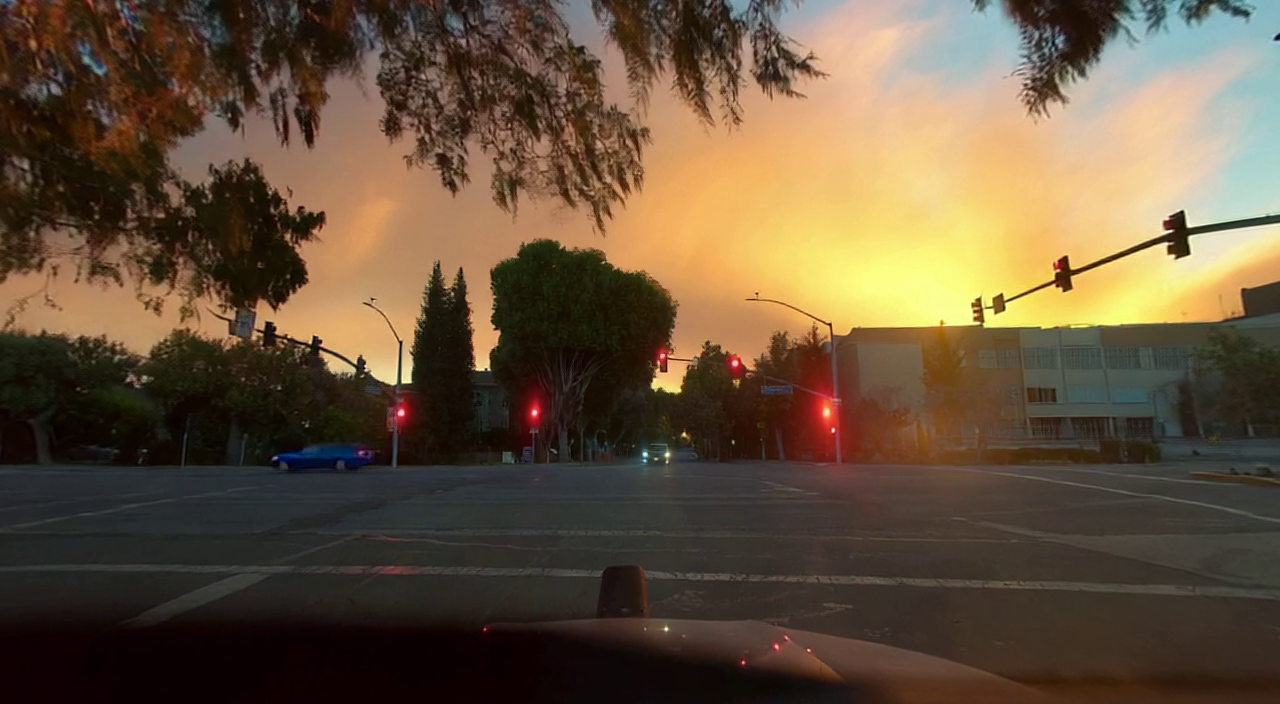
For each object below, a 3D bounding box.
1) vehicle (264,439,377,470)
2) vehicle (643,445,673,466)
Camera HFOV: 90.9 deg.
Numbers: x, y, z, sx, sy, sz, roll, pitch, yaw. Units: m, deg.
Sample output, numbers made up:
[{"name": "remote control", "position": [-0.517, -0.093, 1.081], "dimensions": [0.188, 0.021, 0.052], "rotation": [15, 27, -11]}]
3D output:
[{"name": "vehicle", "position": [-15.973, 5.154, 31.664], "dimensions": [4.681, 1.465, 1.820], "rotation": [0, -9, 1]}, {"name": "vehicle", "position": [1.280, 7.633, 46.465], "dimensions": [2.132, 1.449, 4.235], "rotation": [0, -9, 0]}]
